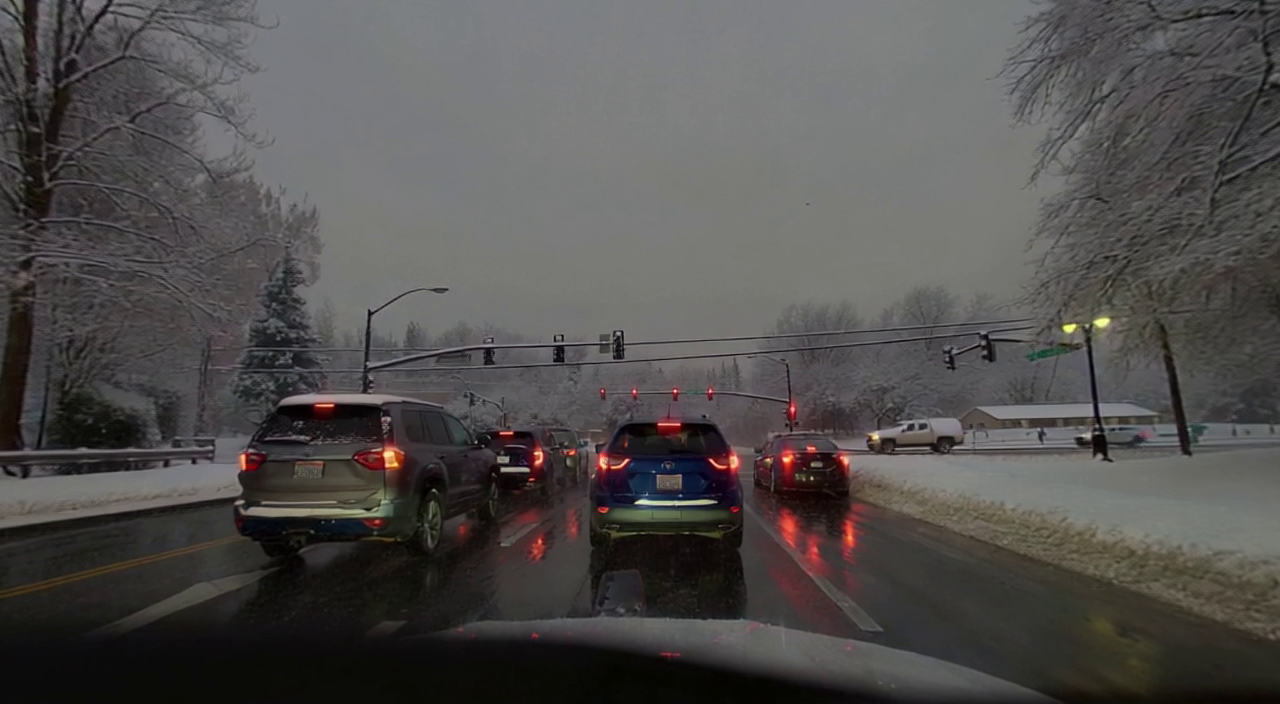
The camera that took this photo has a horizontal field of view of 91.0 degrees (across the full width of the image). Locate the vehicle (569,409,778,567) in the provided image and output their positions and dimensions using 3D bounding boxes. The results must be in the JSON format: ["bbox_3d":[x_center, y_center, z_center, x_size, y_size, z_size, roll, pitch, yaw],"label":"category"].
[{"bbox_3d":[0.384,1.746,8.776,2.189,1.649,4.171,0,-8,1],"label":"vehicle"}]

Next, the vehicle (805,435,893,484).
[{"bbox_3d":[7.440,3.855,22.907,2.067,1.599,4.251,-1,-8,5],"label":"vehicle"}]

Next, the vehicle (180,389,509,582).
[{"bbox_3d":[-3.251,1.580,8.197,2.085,1.812,4.388,0,-8,1],"label":"vehicle"}]

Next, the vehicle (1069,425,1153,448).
[{"bbox_3d":[34.118,6.167,45.754,4.632,1.580,1.801,-5,-10,31],"label":"vehicle"}]
